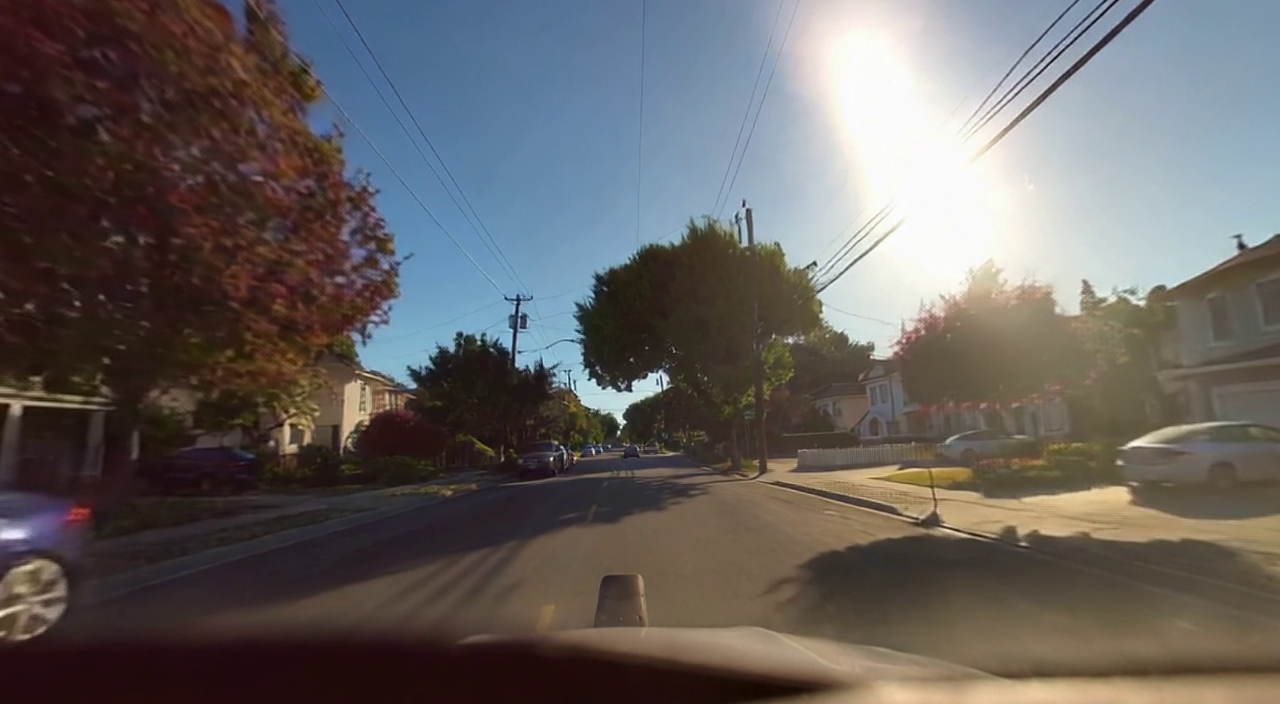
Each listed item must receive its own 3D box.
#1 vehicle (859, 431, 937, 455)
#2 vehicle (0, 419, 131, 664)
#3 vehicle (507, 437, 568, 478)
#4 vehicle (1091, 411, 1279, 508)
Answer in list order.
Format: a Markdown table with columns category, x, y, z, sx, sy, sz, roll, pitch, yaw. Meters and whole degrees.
| category | x | y | z | sx | sy | sz | roll | pitch | yaw |
| --- | --- | --- | --- | --- | --- | --- | --- | --- | --- |
| vehicle | 17.617 | 6.257 | 43.290 | 4.372 | 1.490 | 2.032 | -1 | -11 | 2 |
| vehicle | -5.411 | 1.231 | 3.349 | 1.970 | 1.666 | 4.223 | -3 | -7 | -1 |
| vehicle | -5.818 | 6.026 | 36.596 | 2.411 | 1.979 | 5.915 | -5 | -8 | 0 |
| vehicle | 11.805 | 2.051 | 12.407 | 4.226 | 1.679 | 1.983 | -3 | -8 | 6 |
